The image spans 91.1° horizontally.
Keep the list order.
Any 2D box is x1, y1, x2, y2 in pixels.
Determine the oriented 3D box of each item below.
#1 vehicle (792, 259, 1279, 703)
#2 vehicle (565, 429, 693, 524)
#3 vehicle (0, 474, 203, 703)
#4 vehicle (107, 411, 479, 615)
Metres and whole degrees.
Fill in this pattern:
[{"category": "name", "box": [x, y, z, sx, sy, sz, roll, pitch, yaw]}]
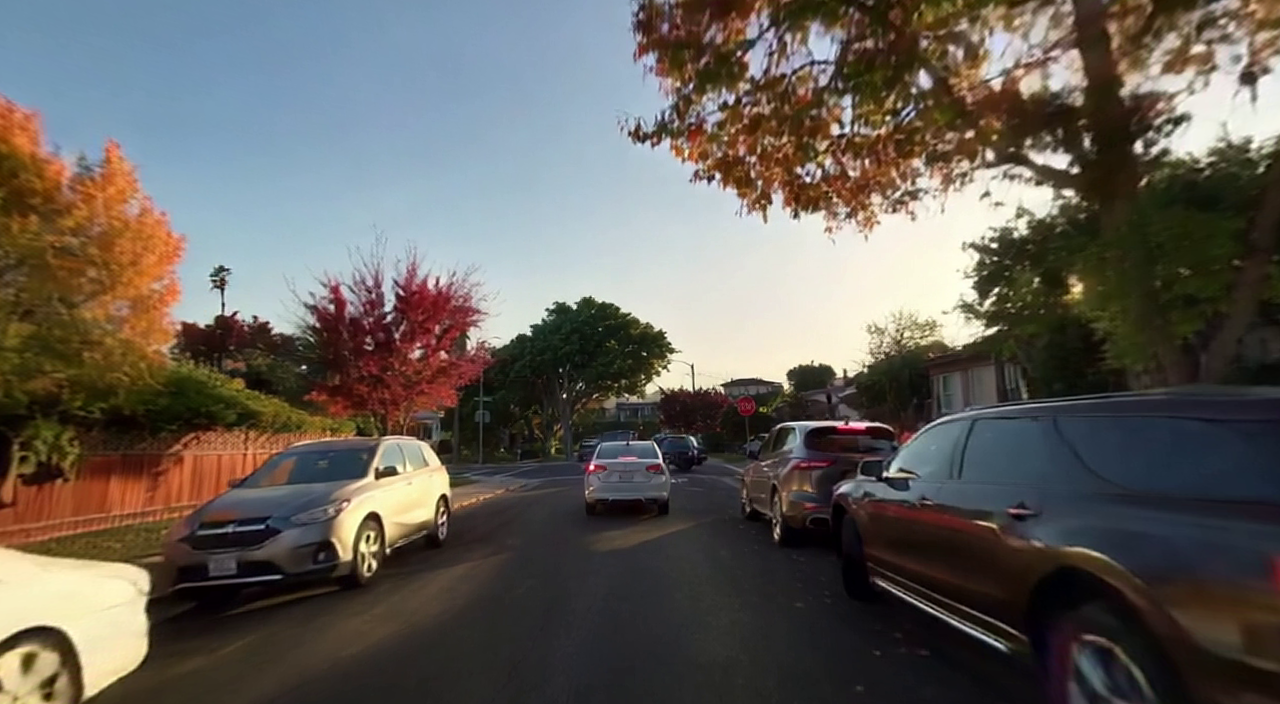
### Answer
[{"category": "vehicle", "box": [2.512, 0.936, 3.542, 2.136, 1.650, 4.837, 0, -8, 1]}, {"category": "vehicle", "box": [-0.178, 2.268, 12.024, 2.010, 1.499, 4.107, 0, -8, 0]}, {"category": "vehicle", "box": [-3.377, 1.082, 1.649, 1.728, 1.305, 3.805, 0, -8, 0]}, {"category": "vehicle", "box": [-3.386, 1.617, 7.279, 1.965, 1.657, 4.104, 0, -8, 0]}]
